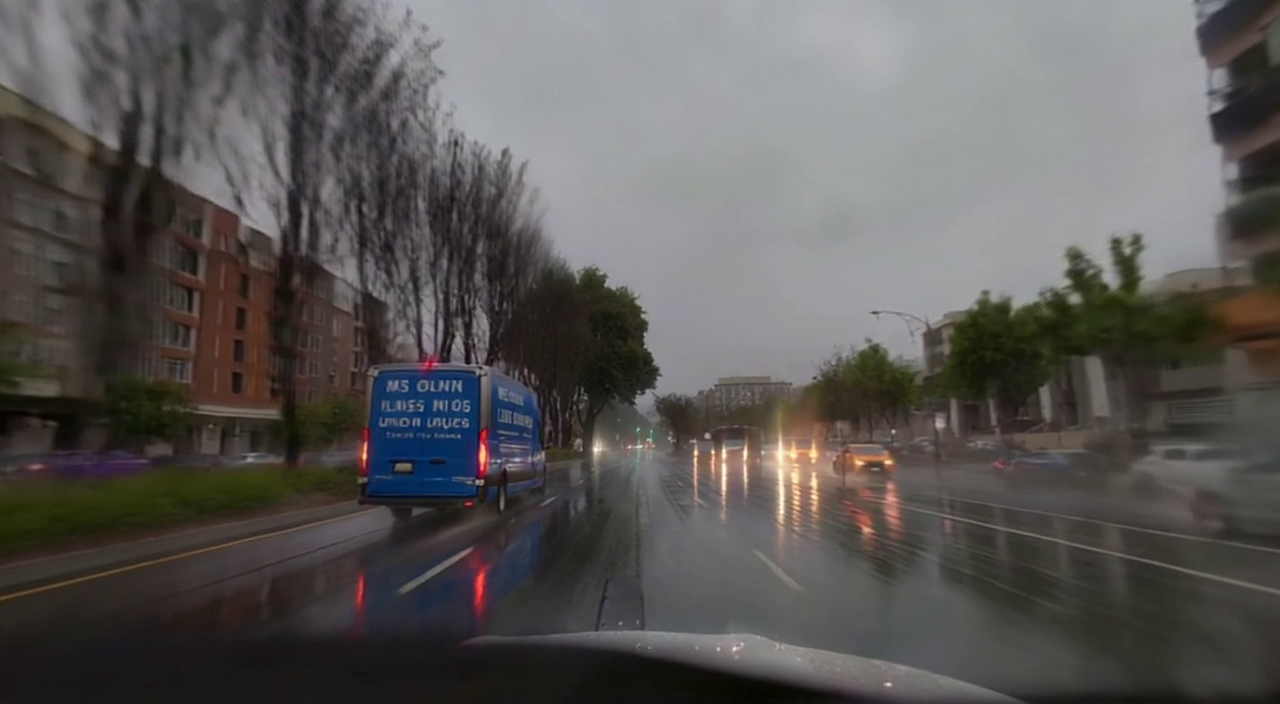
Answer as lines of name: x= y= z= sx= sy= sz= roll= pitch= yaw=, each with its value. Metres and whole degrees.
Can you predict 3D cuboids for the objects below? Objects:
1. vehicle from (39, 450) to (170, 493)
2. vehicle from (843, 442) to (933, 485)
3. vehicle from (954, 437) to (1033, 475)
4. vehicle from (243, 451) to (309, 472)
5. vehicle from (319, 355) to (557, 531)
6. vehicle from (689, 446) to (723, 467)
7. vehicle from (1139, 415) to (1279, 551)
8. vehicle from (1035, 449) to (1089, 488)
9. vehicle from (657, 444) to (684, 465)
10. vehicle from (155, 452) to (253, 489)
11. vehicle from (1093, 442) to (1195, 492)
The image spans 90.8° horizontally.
vehicle: x=-23.018 y=5.111 z=27.434 sx=1.835 sy=1.610 sz=4.452 roll=0 pitch=-8 yaw=-2
vehicle: x=9.202 y=4.160 z=23.801 sx=1.850 sy=1.477 sz=3.520 roll=0 pitch=-8 yaw=-2
vehicle: x=16.409 y=4.790 z=29.219 sx=4.218 sy=1.622 sz=1.930 roll=9 pitch=-12 yaw=-43
vehicle: x=-28.497 y=8.562 z=49.657 sx=1.878 sy=1.476 sz=4.847 roll=-1 pitch=-9 yaw=7
vehicle: x=-3.924 y=2.061 z=14.549 sx=2.763 sy=2.974 sz=7.562 roll=0 pitch=-8 yaw=2
vehicle: x=5.012 y=8.018 z=48.693 sx=2.127 sy=1.439 sz=5.034 roll=0 pitch=-8 yaw=0
vehicle: x=9.122 y=1.690 z=8.153 sx=1.766 sy=1.725 sz=4.221 roll=0 pitch=-8 yaw=-2
vehicle: x=16.241 y=4.422 z=24.346 sx=1.519 sy=1.364 sz=3.372 roll=-5 pitch=-10 yaw=33
vehicle: x=2.325 y=7.864 z=48.533 sx=1.878 sy=1.534 sz=4.120 roll=0 pitch=-8 yaw=0
vehicle: x=-23.029 y=6.247 z=33.610 sx=1.869 sy=1.724 sz=4.505 roll=0 pitch=-8 yaw=1
vehicle: x=16.869 y=3.754 z=21.093 sx=4.141 sy=1.486 sz=1.900 roll=7 pitch=-11 yaw=-42
